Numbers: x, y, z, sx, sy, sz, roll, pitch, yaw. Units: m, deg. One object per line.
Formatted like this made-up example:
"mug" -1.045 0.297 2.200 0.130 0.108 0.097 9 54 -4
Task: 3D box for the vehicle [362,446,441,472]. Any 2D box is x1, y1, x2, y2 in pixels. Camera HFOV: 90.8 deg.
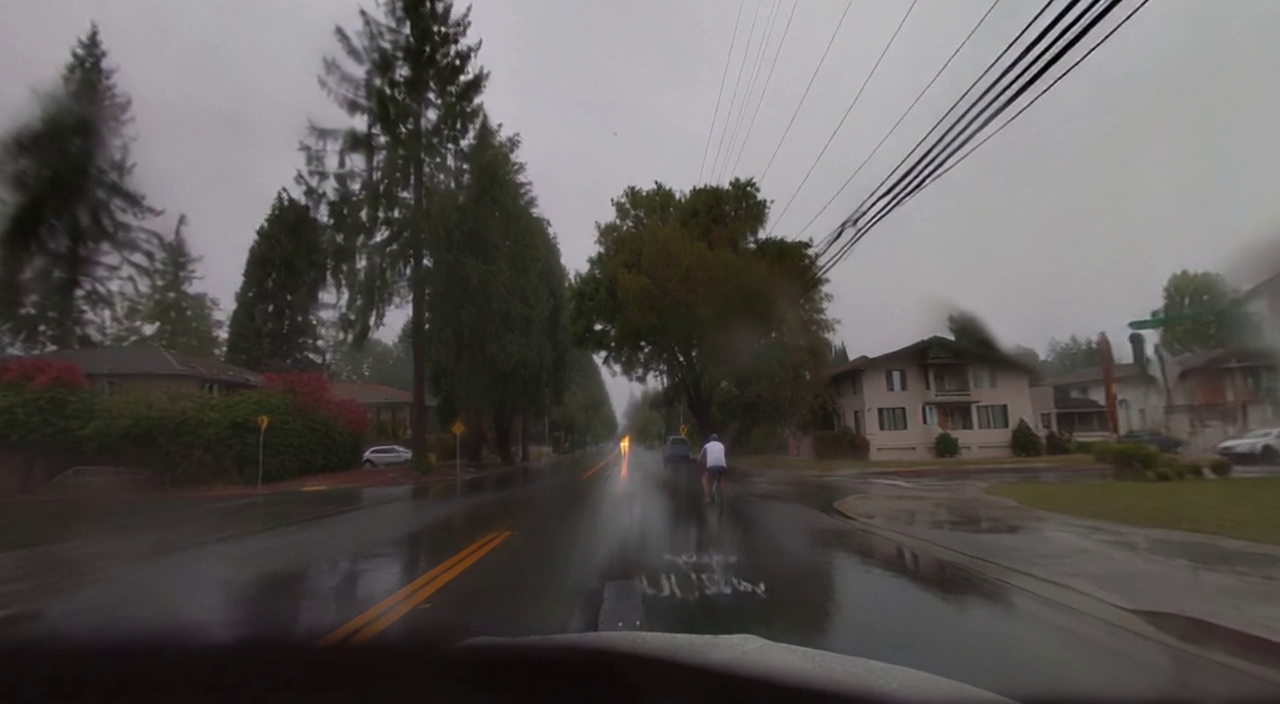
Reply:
"vehicle" -14.607 6.547 38.830 4.143 1.480 1.755 0 -8 -2
